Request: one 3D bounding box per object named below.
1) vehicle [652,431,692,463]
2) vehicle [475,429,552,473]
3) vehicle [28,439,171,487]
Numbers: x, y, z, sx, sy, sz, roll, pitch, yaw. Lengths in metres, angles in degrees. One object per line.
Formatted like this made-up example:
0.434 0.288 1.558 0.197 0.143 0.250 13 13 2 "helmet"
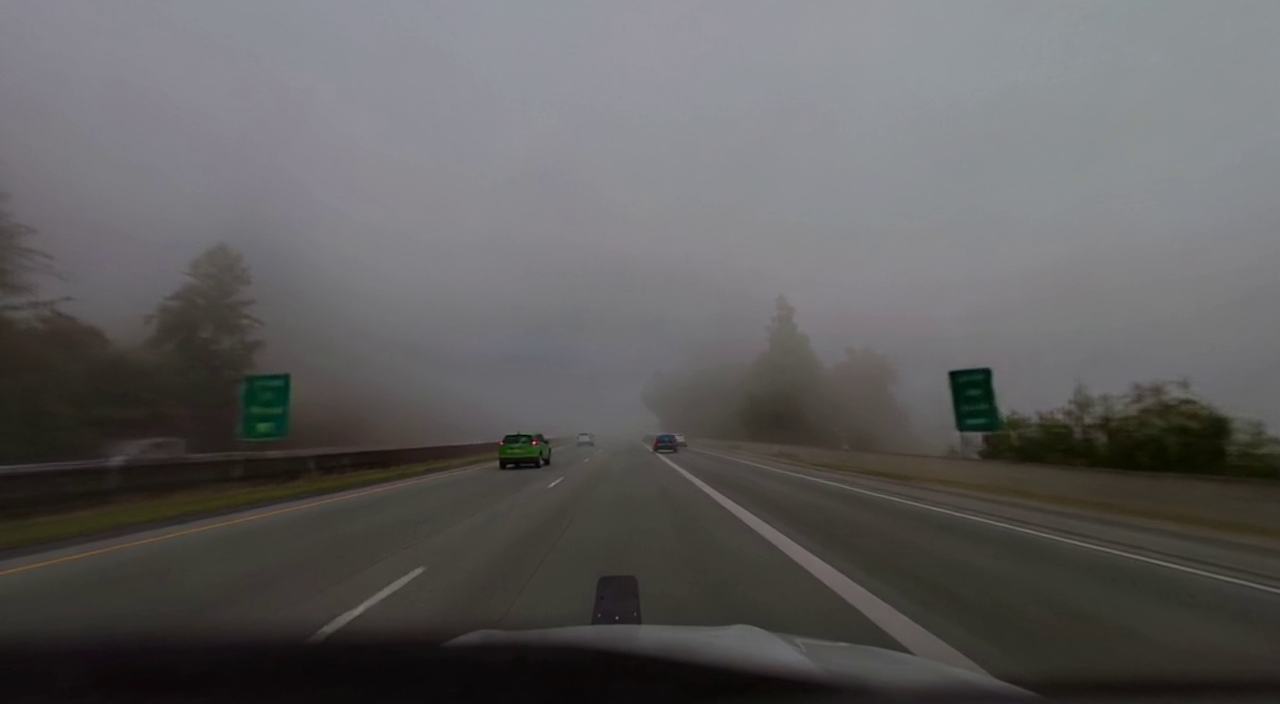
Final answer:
1.568 4.765 31.819 1.869 1.466 3.356 0 -8 0 "vehicle"
-4.737 3.778 24.380 2.023 1.512 4.804 0 -8 0 "vehicle"
-21.165 4.333 24.967 1.910 1.679 4.242 -2 -9 -1 "vehicle"
